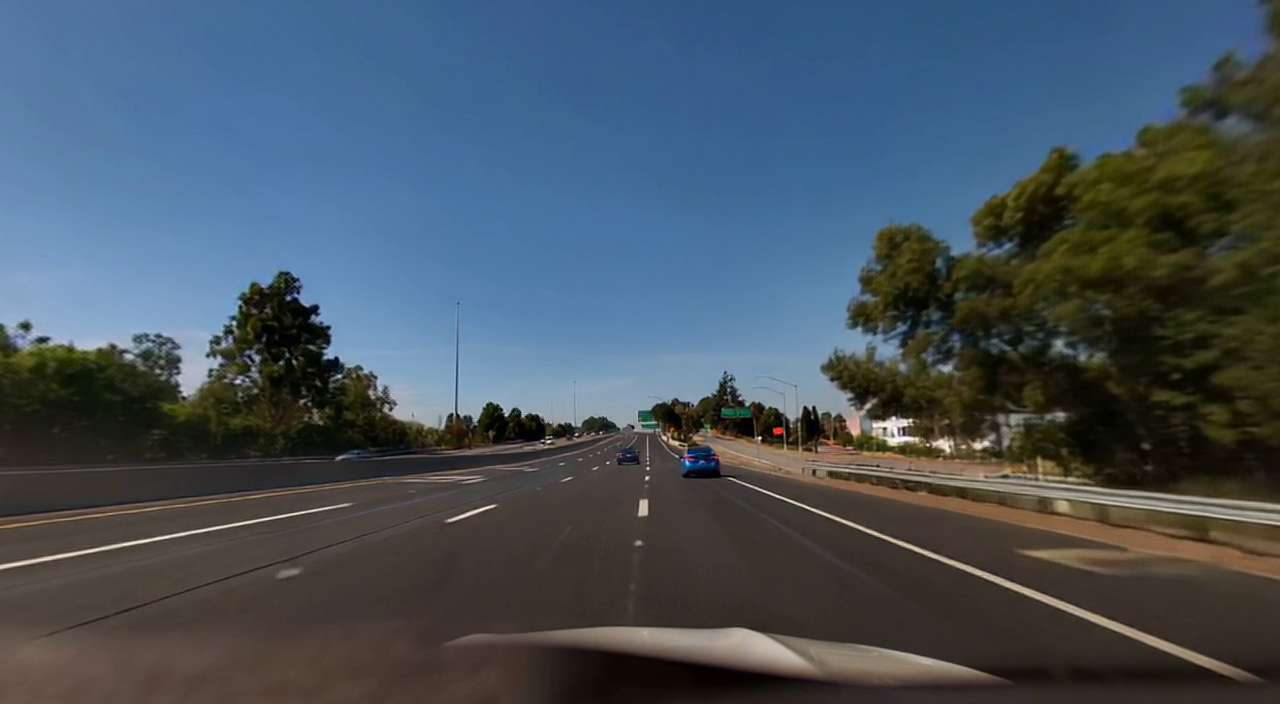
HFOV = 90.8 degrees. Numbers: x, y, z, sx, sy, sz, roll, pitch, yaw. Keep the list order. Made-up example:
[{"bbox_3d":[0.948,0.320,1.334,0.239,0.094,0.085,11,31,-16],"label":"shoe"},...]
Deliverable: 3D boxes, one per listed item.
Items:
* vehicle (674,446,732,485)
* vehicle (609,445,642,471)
[{"bbox_3d":[2.605,4.833,27.389,2.029,1.528,4.644,0,-9,0],"label":"vehicle"},{"bbox_3d":[-0.984,7.519,45.087,2.127,1.692,4.382,0,-9,2],"label":"vehicle"}]
